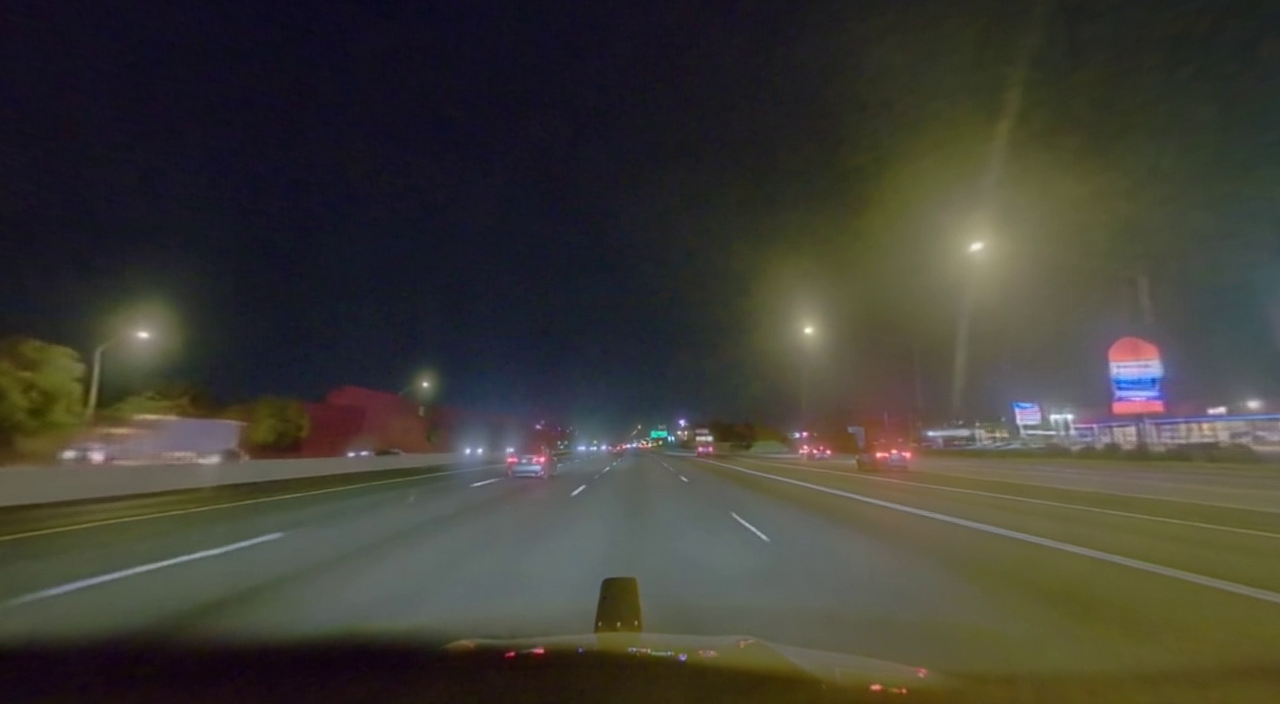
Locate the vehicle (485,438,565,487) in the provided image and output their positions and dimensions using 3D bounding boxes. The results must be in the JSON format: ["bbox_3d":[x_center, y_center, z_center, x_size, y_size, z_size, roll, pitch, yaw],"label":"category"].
[{"bbox_3d":[-3.870,3.788,22.019,1.939,1.508,4.272,0,-8,0],"label":"vehicle"}]

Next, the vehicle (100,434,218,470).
[{"bbox_3d":[-27.388,5.728,36.292,2.333,1.873,5.556,0,-8,1],"label":"vehicle"}]
